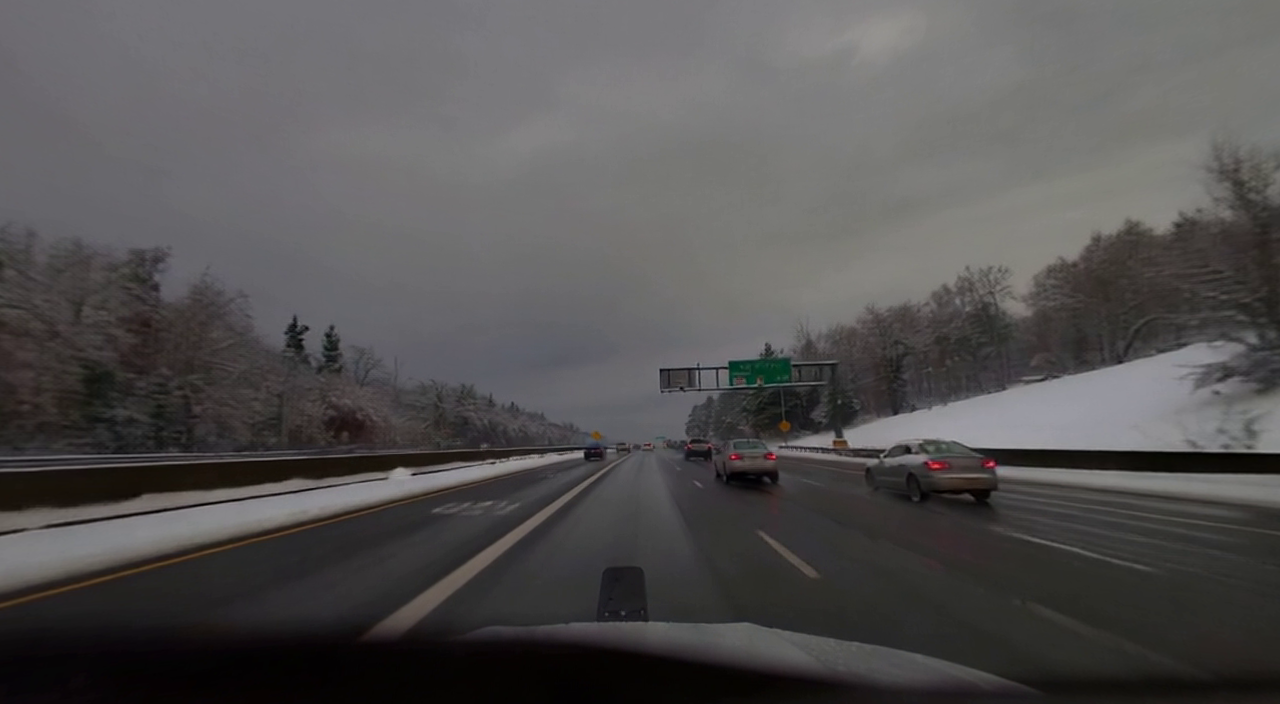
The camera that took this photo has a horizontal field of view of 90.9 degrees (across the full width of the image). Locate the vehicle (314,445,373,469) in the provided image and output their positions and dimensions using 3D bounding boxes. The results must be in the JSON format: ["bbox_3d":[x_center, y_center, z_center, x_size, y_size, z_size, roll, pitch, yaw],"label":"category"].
[{"bbox_3d":[-18.694,6.602,39.943,1.824,1.410,3.744,-1,-8,1],"label":"vehicle"}]

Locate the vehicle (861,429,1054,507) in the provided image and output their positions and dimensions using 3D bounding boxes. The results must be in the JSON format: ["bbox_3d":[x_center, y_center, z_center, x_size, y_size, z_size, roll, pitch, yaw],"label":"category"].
[{"bbox_3d":[7.093,2.631,14.845,1.988,1.518,4.856,0,-8,0],"label":"vehicle"}]

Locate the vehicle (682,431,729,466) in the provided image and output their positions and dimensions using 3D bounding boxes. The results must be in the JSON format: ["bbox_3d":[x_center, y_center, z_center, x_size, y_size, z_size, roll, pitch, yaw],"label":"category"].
[{"bbox_3d":[4.028,6.046,39.845,2.442,2.022,5.466,0,-8,0],"label":"vehicle"}]

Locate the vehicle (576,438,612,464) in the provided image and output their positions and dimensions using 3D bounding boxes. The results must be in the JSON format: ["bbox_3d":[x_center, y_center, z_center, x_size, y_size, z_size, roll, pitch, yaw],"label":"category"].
[{"bbox_3d":[-3.210,7.020,44.919,2.106,1.682,4.395,-1,-8,2],"label":"vehicle"}]

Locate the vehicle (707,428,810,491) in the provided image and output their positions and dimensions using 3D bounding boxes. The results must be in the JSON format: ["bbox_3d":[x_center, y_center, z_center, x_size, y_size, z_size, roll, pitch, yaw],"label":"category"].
[{"bbox_3d":[3.338,3.148,18.817,2.146,1.639,4.475,0,-8,-1],"label":"vehicle"}]
